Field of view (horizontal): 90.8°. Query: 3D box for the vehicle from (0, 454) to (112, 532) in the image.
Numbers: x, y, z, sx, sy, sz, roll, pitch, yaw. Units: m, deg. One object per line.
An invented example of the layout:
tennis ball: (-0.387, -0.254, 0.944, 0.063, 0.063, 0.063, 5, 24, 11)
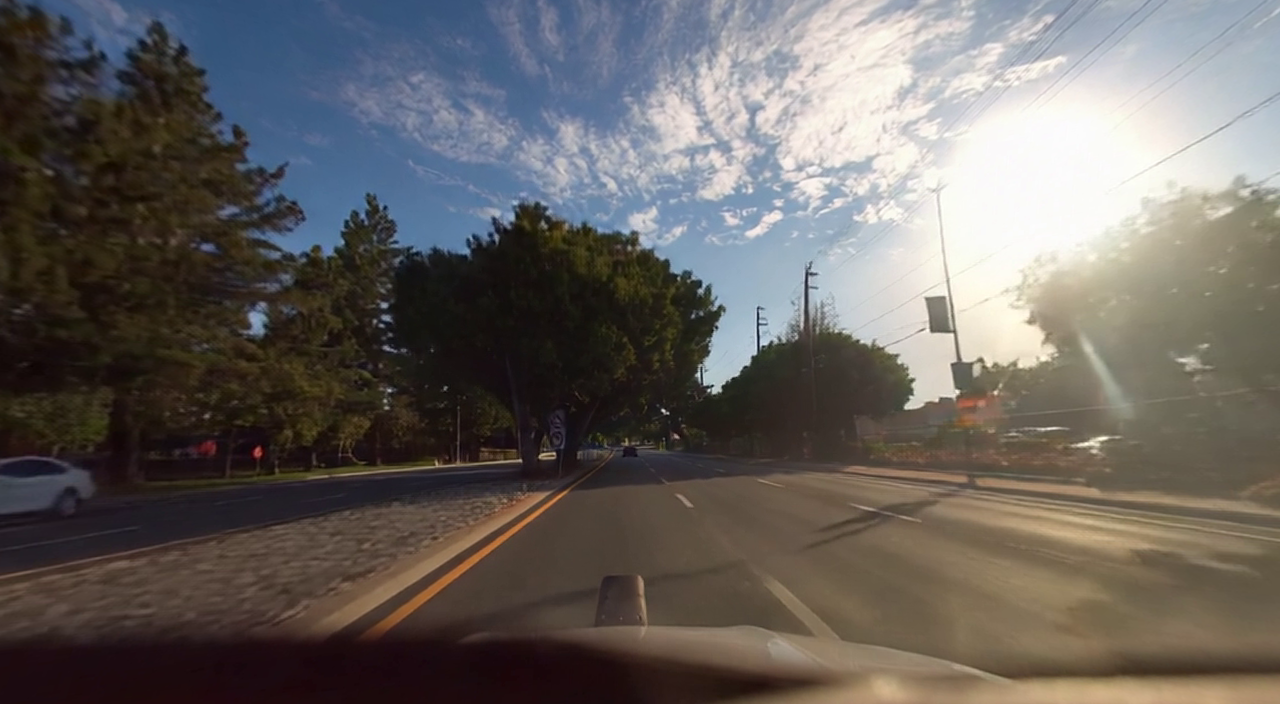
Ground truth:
vehicle: (-15.690, 3.366, 15.107, 2.022, 1.738, 4.668, -1, -9, 1)
